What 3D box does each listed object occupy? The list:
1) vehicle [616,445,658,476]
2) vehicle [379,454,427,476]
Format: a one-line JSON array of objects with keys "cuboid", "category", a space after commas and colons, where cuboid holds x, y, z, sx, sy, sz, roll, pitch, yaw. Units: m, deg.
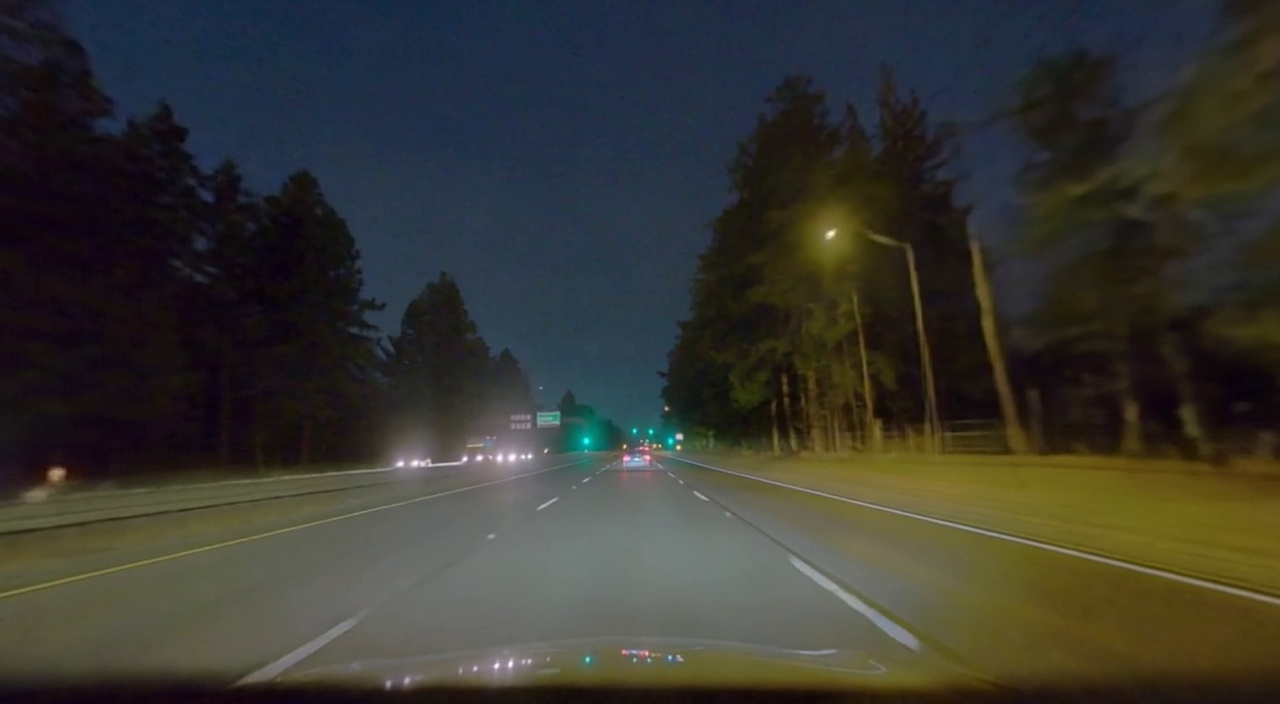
[{"cuboid": [-0.173, 5.778, 33.558, 2.095, 1.537, 4.017, 0, -9, -1], "category": "vehicle"}, {"cuboid": [-17.014, 8.109, 45.146, 1.800, 1.480, 4.096, 0, -9, 0], "category": "vehicle"}]
